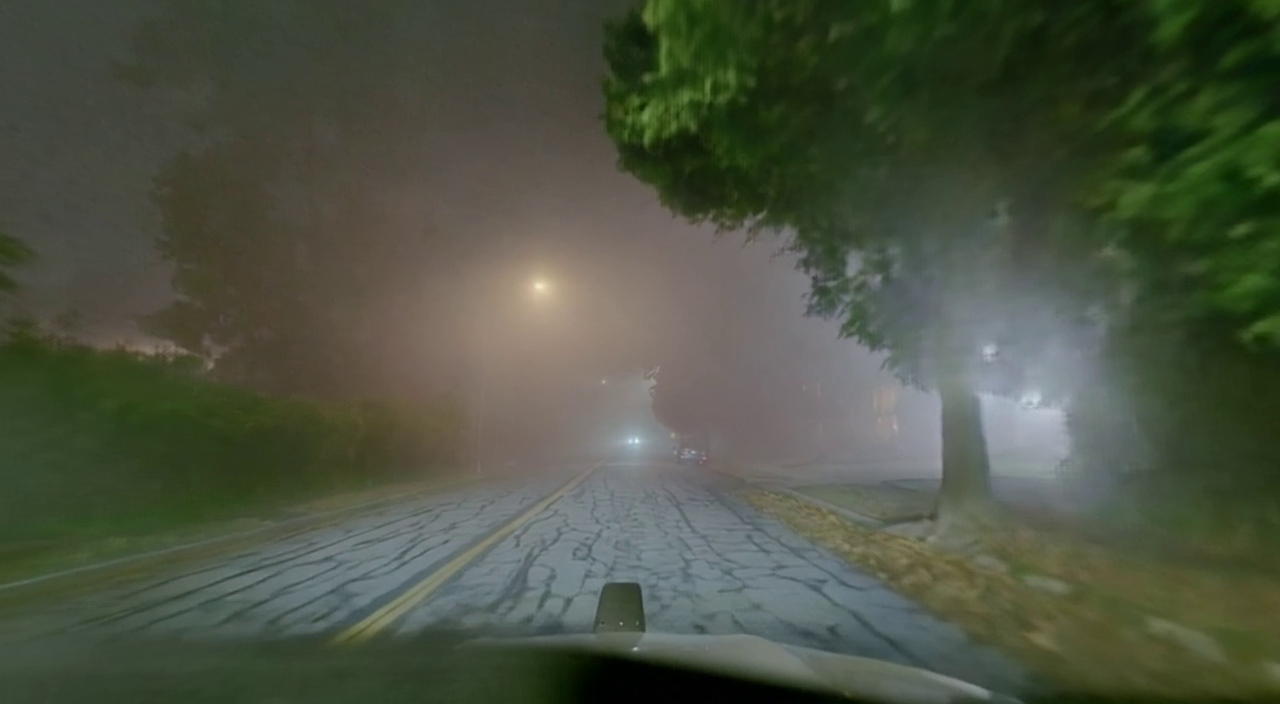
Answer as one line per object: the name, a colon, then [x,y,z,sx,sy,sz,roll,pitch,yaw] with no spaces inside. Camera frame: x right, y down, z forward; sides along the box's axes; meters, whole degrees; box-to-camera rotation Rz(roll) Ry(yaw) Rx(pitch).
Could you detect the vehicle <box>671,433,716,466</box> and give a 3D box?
vehicle: [2.941,5.462,35.517,2.086,1.726,4.384,0,-8,0]
